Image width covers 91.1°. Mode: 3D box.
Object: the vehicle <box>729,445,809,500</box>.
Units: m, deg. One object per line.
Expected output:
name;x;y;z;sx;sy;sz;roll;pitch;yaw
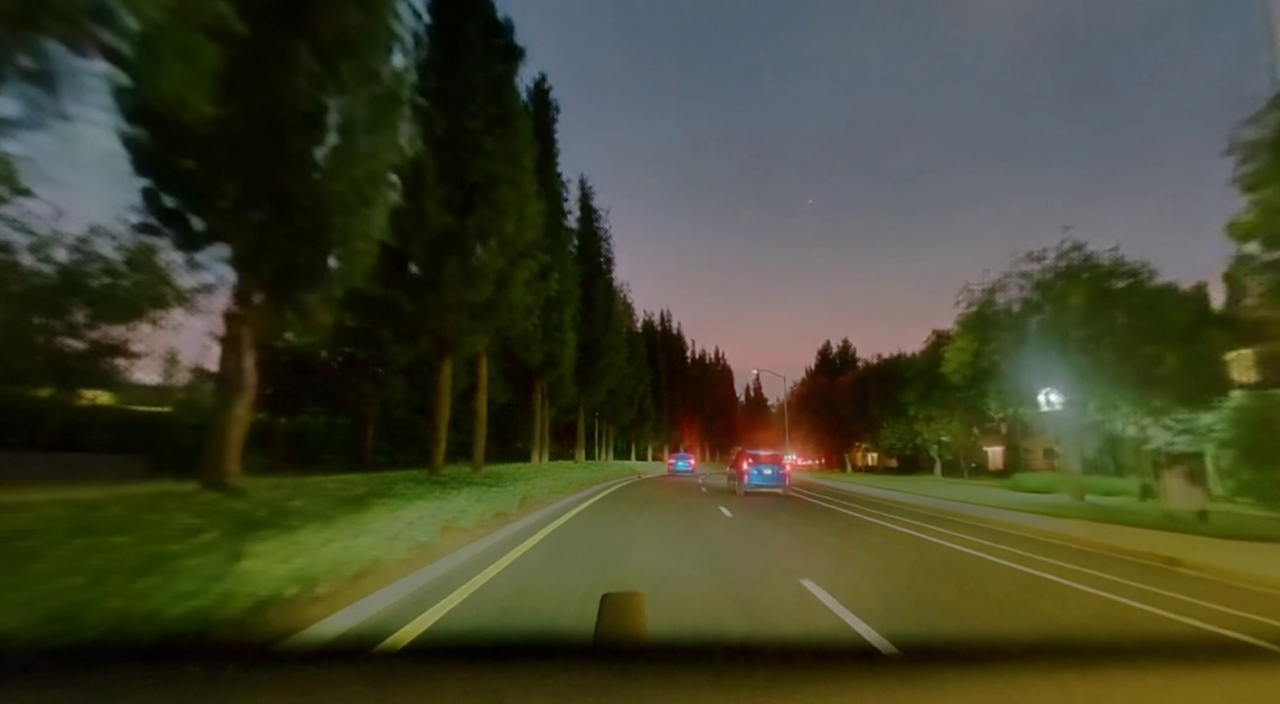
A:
vehicle;4.275;4.042;21.509;1.971;1.663;4.287;0;-8;2

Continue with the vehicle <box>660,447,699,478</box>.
vehicle;2.640;7.117;40.741;2.251;1.822;4.391;-1;-9;7
